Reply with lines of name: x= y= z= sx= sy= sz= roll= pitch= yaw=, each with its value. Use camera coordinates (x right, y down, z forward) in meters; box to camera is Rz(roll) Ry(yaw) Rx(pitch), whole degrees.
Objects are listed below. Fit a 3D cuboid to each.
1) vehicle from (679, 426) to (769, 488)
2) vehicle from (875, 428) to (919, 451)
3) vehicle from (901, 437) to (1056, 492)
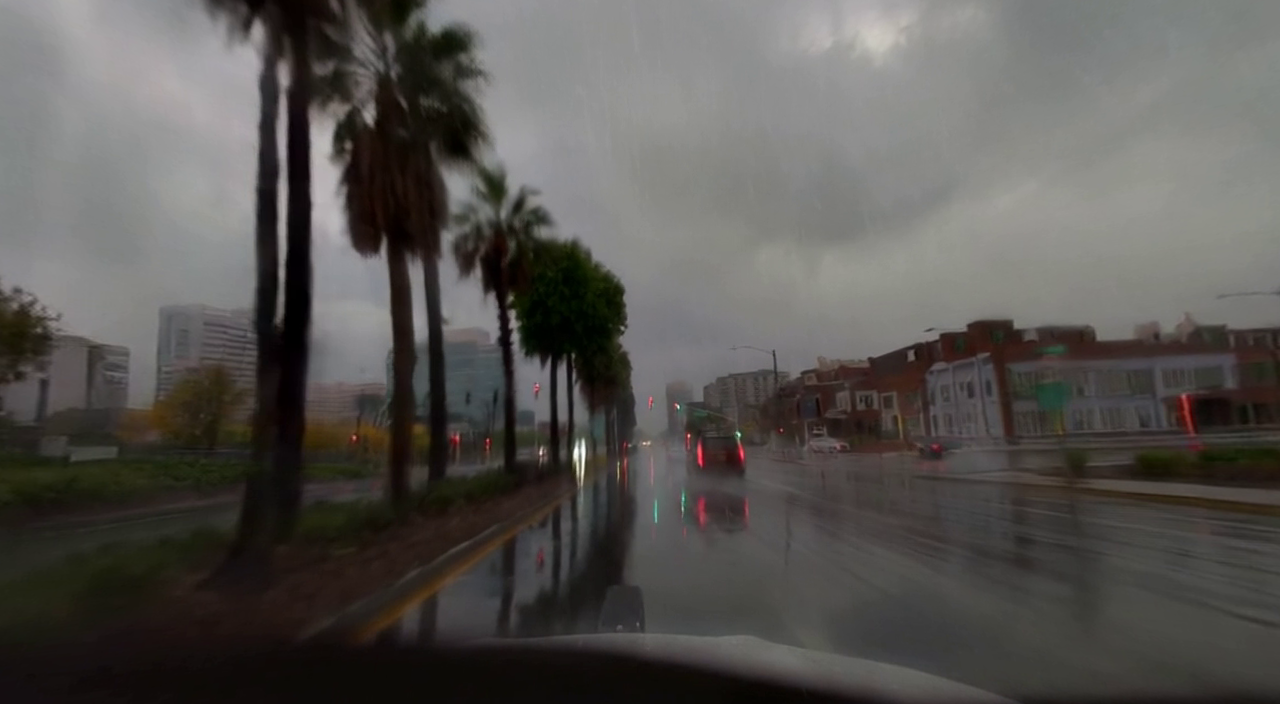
vehicle: x=2.957 y=3.885 z=23.668 sx=2.559 sy=2.017 sz=5.562 roll=0 pitch=-9 yaw=0
vehicle: x=19.370 y=6.611 z=47.522 sx=2.100 sy=1.626 sz=4.450 roll=-6 pitch=-10 yaw=33
vehicle: x=10.159 y=3.420 z=19.558 sx=1.989 sy=1.472 sz=5.054 roll=0 pitch=-9 yaw=0
